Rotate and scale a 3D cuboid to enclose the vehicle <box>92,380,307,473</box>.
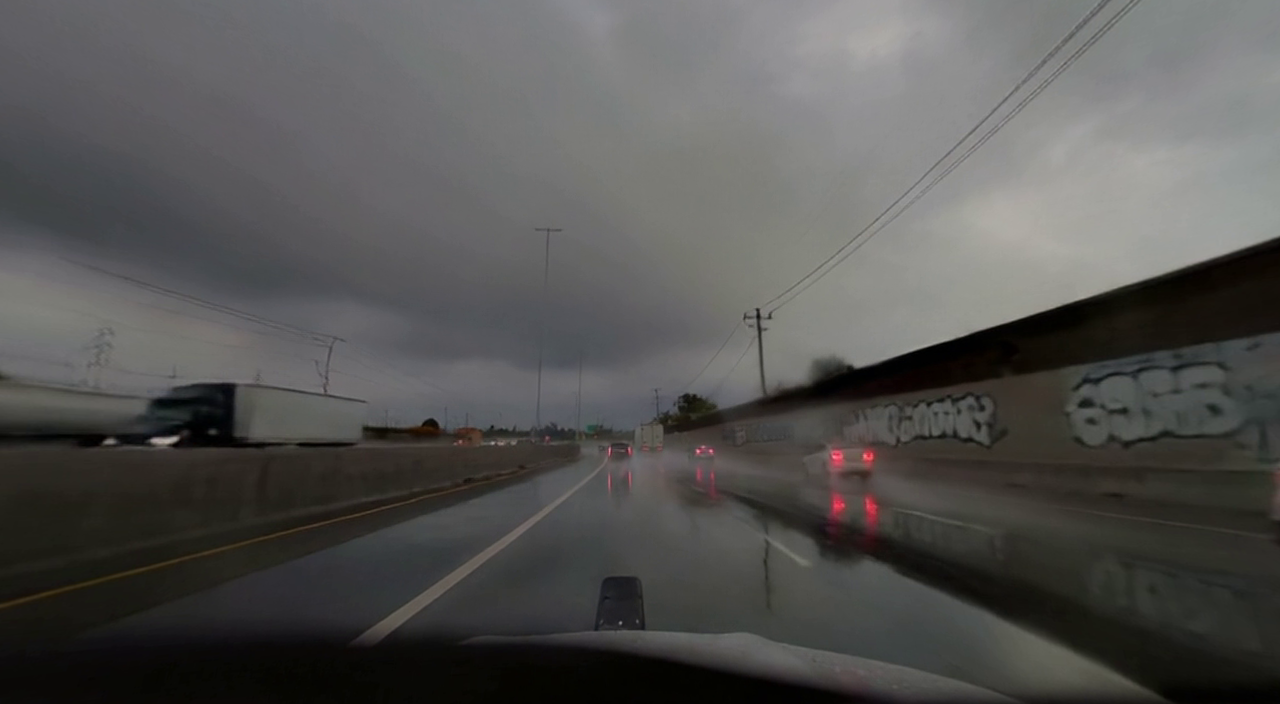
[{"bbox_3d":[-17.110,3.135,25.554,2.933,3.133,8.090,0,-9,-1],"label":"vehicle"}]

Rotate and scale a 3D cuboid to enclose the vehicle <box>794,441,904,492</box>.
[{"bbox_3d":[6.907,3.819,21.474,2.032,1.525,4.631,0,-9,-1],"label":"vehicle"}]

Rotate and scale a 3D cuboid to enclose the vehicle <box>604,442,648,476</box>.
[{"bbox_3d":[-0.724,5.606,33.334,2.191,1.685,3.353,0,-9,-1],"label":"vehicle"}]
